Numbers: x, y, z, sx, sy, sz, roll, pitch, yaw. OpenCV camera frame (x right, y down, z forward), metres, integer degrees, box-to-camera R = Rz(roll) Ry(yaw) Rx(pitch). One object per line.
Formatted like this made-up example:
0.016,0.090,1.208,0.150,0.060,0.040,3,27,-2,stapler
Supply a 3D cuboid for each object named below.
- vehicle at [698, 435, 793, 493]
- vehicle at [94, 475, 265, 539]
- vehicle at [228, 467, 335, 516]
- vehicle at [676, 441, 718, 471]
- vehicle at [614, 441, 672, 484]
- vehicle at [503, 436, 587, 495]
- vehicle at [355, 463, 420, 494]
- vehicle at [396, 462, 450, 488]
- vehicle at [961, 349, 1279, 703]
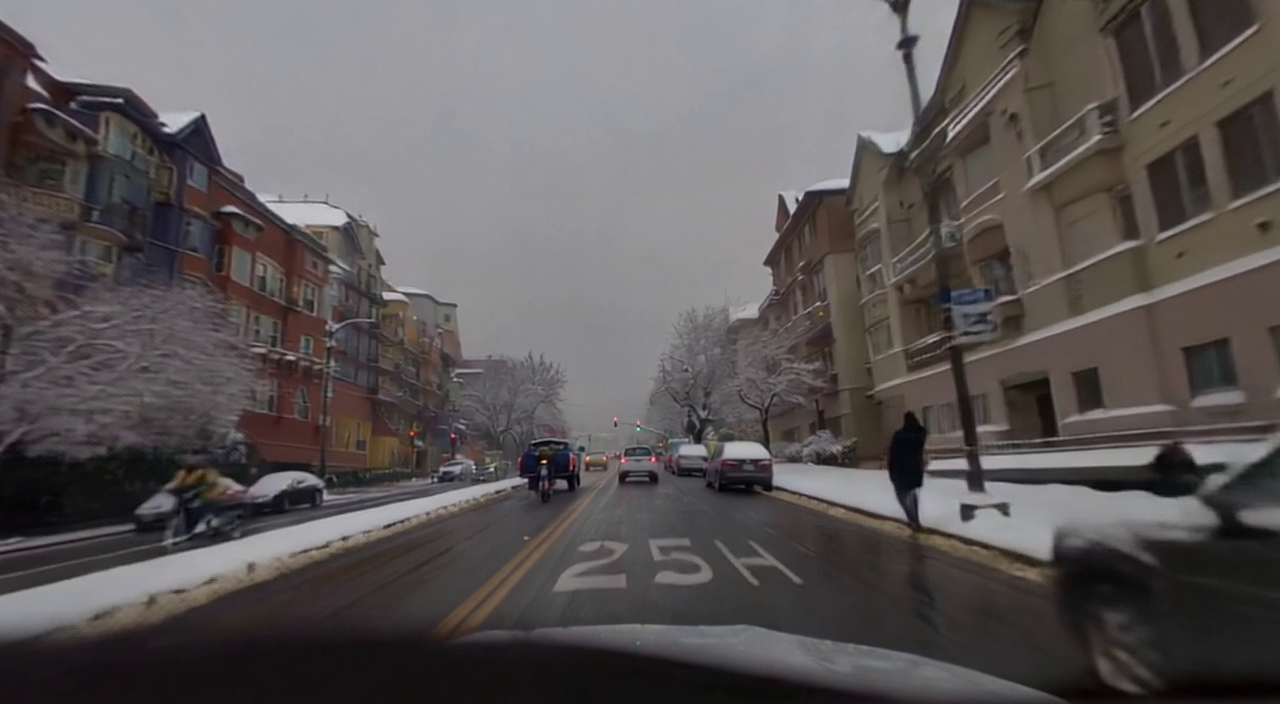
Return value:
3.081,3.385,19.472,2.077,1.532,4.694,0,-9,0,vehicle
-13.762,4.614,19.298,1.907,1.480,4.498,0,-9,-1,vehicle
-13.780,5.349,24.595,1.839,1.594,4.055,0,-9,-1,vehicle
3.054,5.646,34.435,1.933,1.501,4.349,0,-9,1,vehicle
0.113,4.120,23.811,2.026,1.496,3.701,0,-9,0,vehicle
-2.982,3.668,20.817,2.065,1.705,4.353,0,-9,0,vehicle
-13.866,6.958,35.023,1.844,1.499,4.421,0,-9,-1,vehicle
-13.707,7.780,40.206,1.752,1.479,4.575,0,-9,0,vehicle
3.206,0.760,1.842,1.925,1.635,4.905,0,-9,0,vehicle
